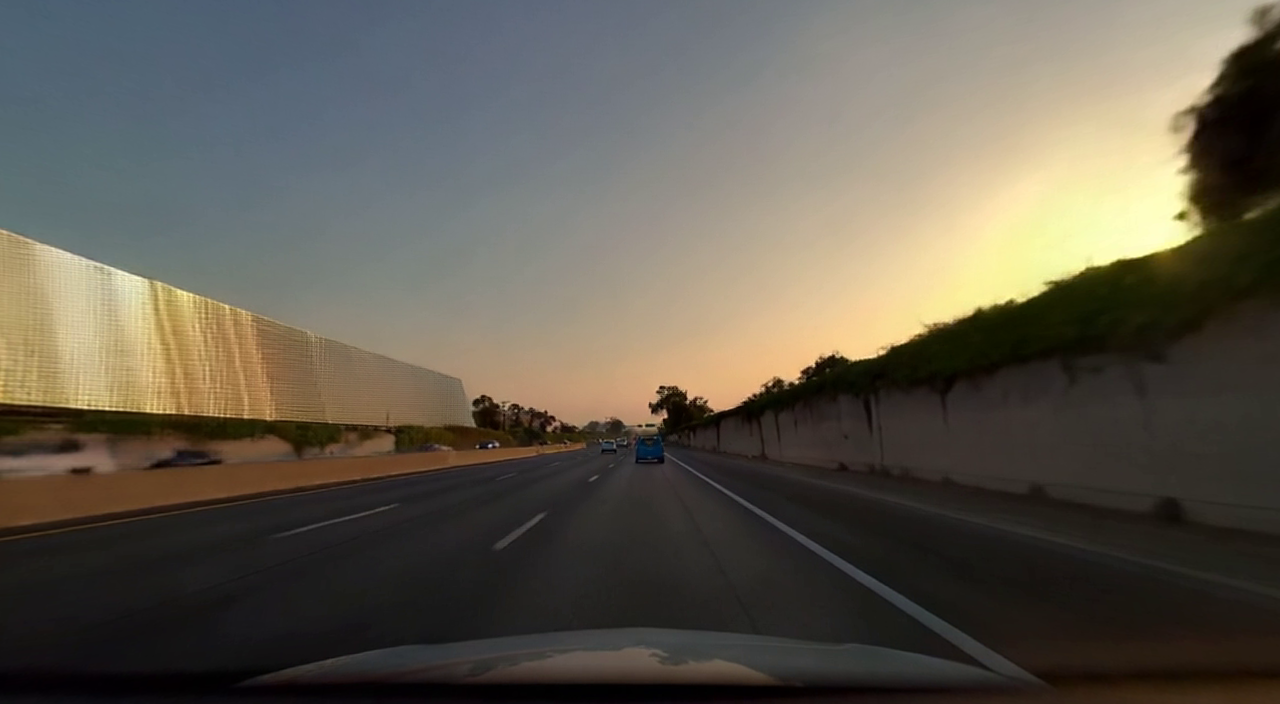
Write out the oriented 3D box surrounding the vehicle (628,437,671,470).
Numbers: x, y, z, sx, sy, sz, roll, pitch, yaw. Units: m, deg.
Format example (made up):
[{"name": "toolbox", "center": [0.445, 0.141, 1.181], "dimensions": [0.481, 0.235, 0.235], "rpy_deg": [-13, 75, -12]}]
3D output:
[{"name": "vehicle", "center": [0.459, 4.952, 30.846], "dimensions": [1.997, 1.484, 3.409], "rpy_deg": [0, -8, 1]}]
